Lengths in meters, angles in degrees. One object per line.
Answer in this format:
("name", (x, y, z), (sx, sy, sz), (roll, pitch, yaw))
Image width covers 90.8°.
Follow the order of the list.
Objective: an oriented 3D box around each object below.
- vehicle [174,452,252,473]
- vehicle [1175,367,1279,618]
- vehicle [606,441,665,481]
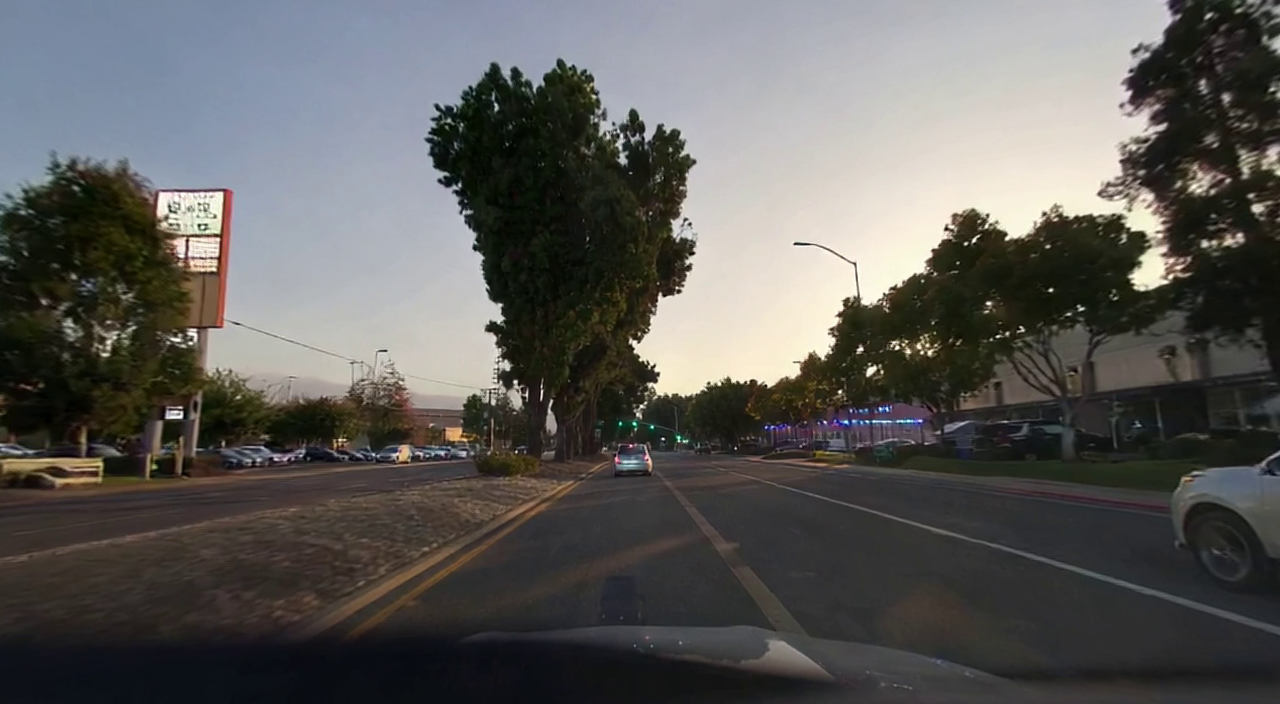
("vehicle", (-33.072, 8.544, 48.965), (4.686, 1.478, 1.801), (7, -11, -41))
("vehicle", (5.874, 0.759, 2.767), (2.066, 1.865, 5.636), (0, -8, -1))
("vehicle", (-0.204, 4.350, 25.531), (2.185, 1.473, 3.925), (0, -8, -1))
